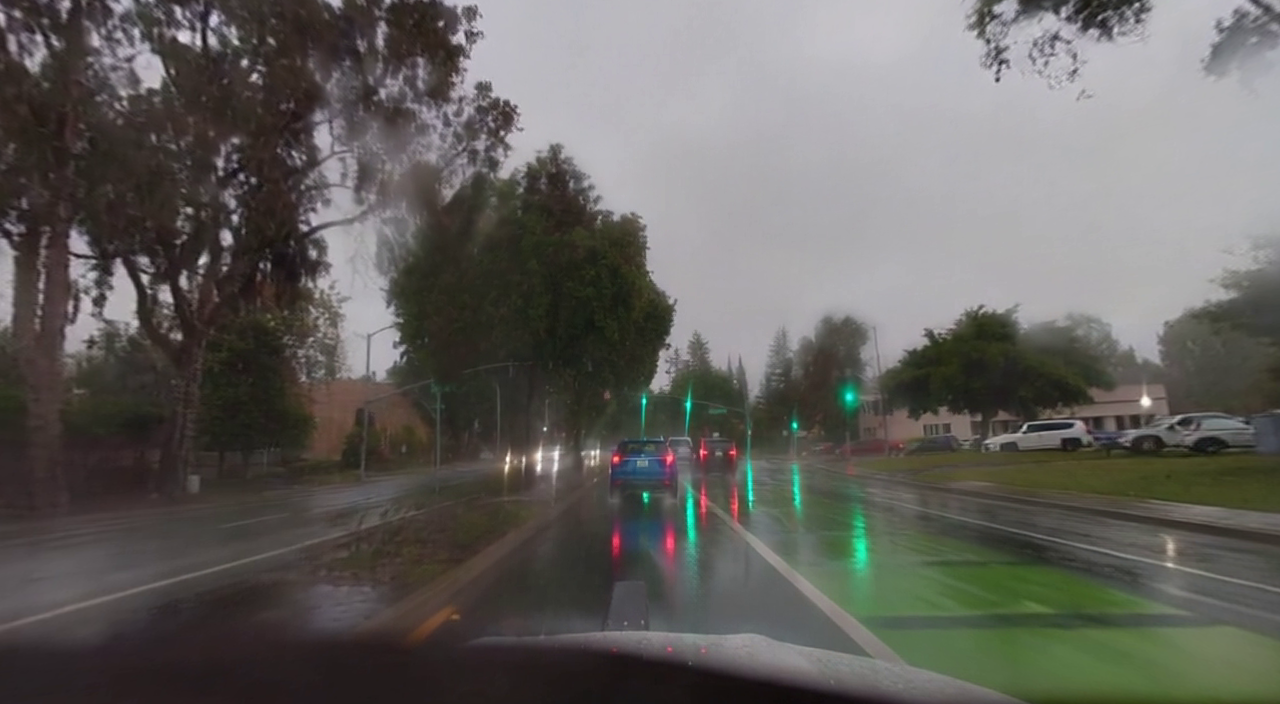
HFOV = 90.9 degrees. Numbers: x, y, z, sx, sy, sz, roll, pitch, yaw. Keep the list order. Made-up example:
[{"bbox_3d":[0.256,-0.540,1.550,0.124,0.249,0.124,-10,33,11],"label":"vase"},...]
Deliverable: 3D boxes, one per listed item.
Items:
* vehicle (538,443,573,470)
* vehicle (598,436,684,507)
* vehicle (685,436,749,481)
[{"bbox_3d":[-6.351,7.881,47.851,1.949,1.891,4.439,0,-8,1],"label":"vehicle"},{"bbox_3d":[0.025,3.238,17.528,2.109,1.730,3.963,0,-8,0],"label":"vehicle"},{"bbox_3d":[3.283,4.655,27.783,2.189,1.815,4.495,0,-8,0],"label":"vehicle"}]
